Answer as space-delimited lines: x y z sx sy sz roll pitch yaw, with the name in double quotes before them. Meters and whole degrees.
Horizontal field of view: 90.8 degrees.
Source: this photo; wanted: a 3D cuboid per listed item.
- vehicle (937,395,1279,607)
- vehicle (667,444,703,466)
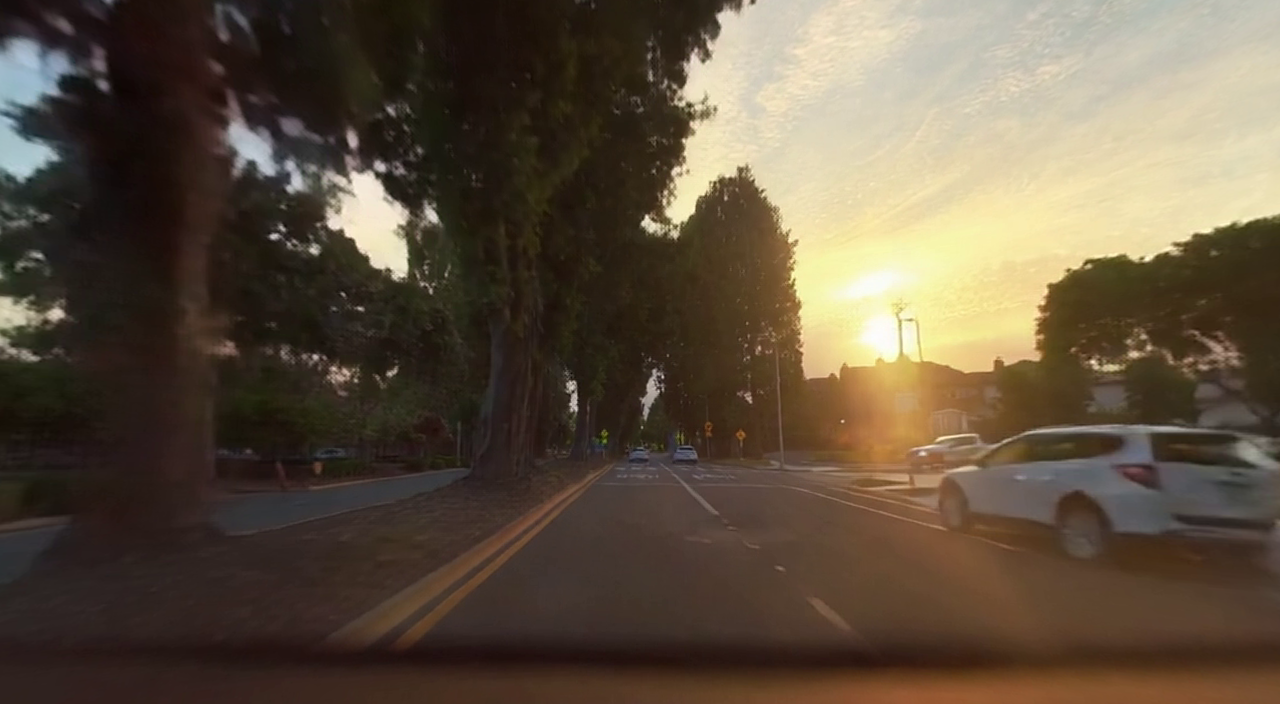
"vehicle" 6.509 1.791 8.643 2.081 1.967 5.211 0 -9 -3
"vehicle" 3.158 7.376 45.356 2.142 1.501 4.273 0 -9 -1
